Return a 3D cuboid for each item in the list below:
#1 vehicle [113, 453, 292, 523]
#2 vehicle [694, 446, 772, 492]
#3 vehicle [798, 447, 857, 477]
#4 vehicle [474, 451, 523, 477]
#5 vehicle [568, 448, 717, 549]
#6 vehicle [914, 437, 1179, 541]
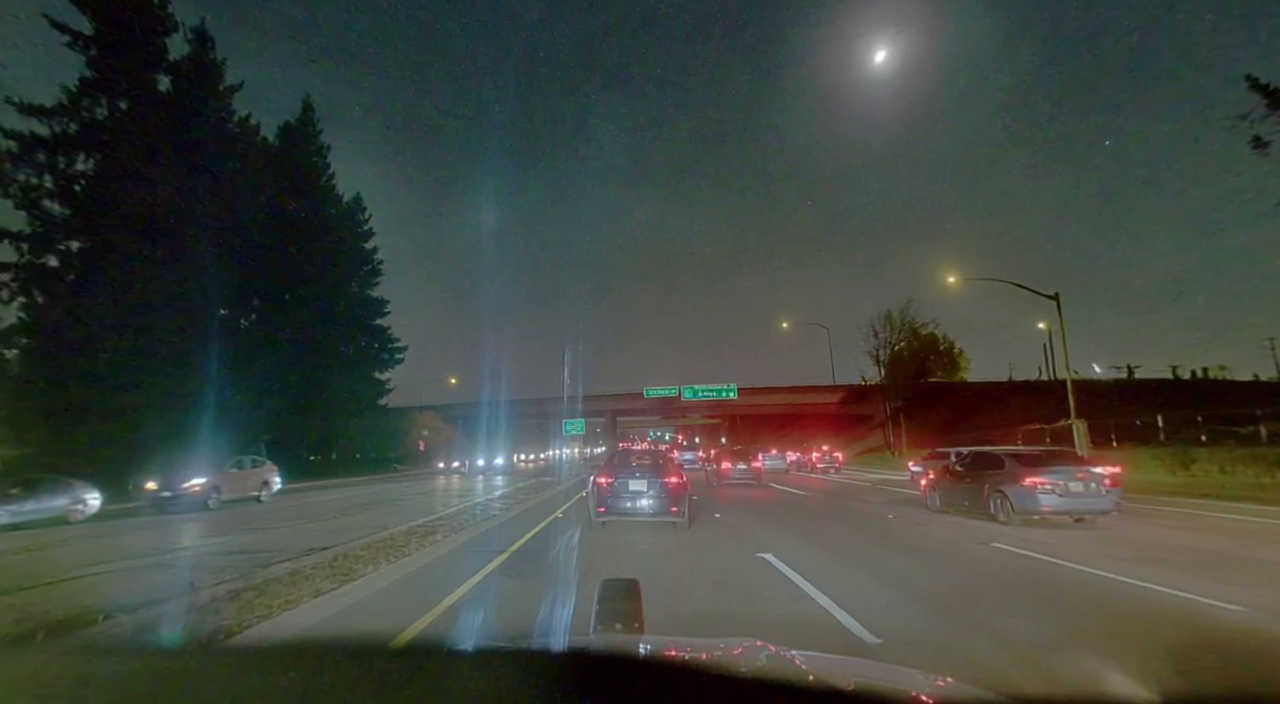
[{"bbox_3d":[-11.875,3.658,17.584,1.942,1.642,4.200,0,-9,0],"label":"vehicle"},{"bbox_3d":[3.120,4.006,22.075,1.962,1.431,4.205,0,-9,-2],"label":"vehicle"},{"bbox_3d":[9.788,5.747,33.275,1.839,1.453,3.992,0,-9,-1],"label":"vehicle"},{"bbox_3d":[-8.866,7.033,39.911,2.010,1.524,4.705,0,-9,0],"label":"vehicle"},{"bbox_3d":[0.020,2.293,10.556,2.027,1.341,3.775,0,-9,-1],"label":"vehicle"},{"bbox_3d":[6.748,2.280,11.168,1.890,1.478,4.093,0,-9,-1],"label":"vehicle"}]
